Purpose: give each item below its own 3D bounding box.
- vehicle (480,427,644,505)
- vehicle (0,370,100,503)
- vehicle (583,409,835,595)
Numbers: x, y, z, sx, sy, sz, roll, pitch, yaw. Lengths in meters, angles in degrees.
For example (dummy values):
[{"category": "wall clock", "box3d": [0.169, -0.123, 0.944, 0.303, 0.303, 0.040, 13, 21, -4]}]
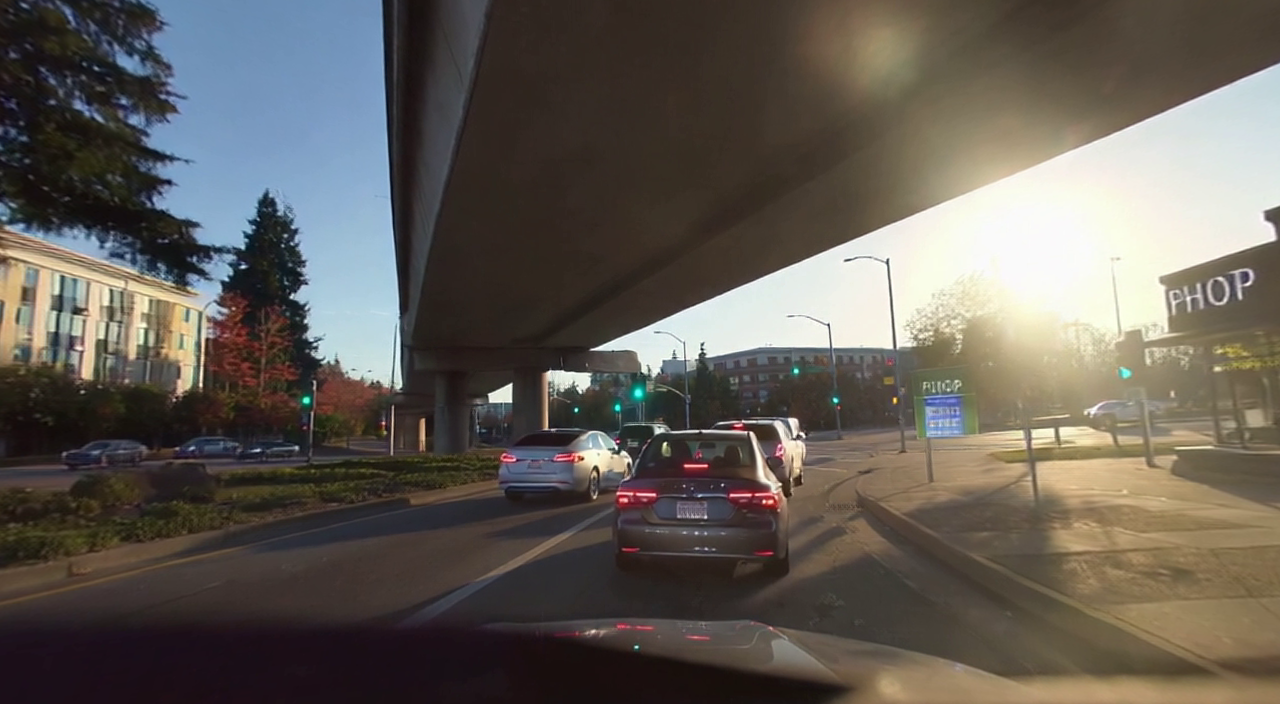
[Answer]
[{"category": "vehicle", "box3d": [-1.579, 2.607, 14.929, 2.214, 1.519, 4.704, -3, -9, 15]}, {"category": "vehicle", "box3d": [-24.412, 2.632, 18.272, 13.064, 3.755, 3.269, 0, -8, -13]}, {"category": "vehicle", "box3d": [0.919, 1.624, 7.751, 2.195, 1.571, 4.353, -2, -8, 9]}]
